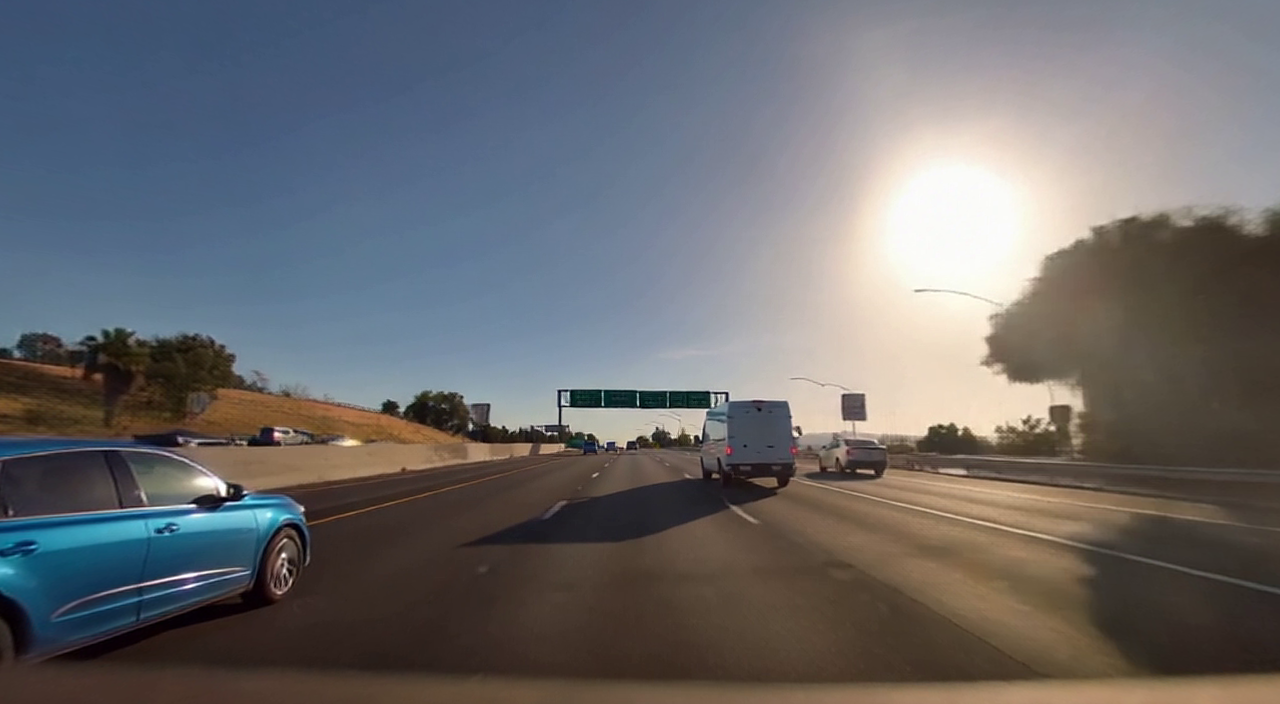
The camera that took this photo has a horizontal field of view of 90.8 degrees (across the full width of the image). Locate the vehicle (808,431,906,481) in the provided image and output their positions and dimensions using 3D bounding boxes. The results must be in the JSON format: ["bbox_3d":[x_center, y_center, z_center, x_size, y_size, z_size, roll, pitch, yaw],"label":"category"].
[{"bbox_3d":[7.650,3.708,22.762,1.978,1.621,4.320,0,-8,0],"label":"vehicle"}]

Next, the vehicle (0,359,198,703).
[{"bbox_3d":[-3.893,0.734,1.964,2.000,1.646,4.201,0,-8,-1],"label":"vehicle"}]

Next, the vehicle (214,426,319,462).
[{"bbox_3d":[-18.029,4.483,30.809,2.044,1.573,4.964,0,-8,1],"label":"vehicle"}]

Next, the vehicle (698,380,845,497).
[{"bbox_3d":[3.356,2.490,18.111,2.629,2.718,6.740,0,-8,-1],"label":"vehicle"}]
